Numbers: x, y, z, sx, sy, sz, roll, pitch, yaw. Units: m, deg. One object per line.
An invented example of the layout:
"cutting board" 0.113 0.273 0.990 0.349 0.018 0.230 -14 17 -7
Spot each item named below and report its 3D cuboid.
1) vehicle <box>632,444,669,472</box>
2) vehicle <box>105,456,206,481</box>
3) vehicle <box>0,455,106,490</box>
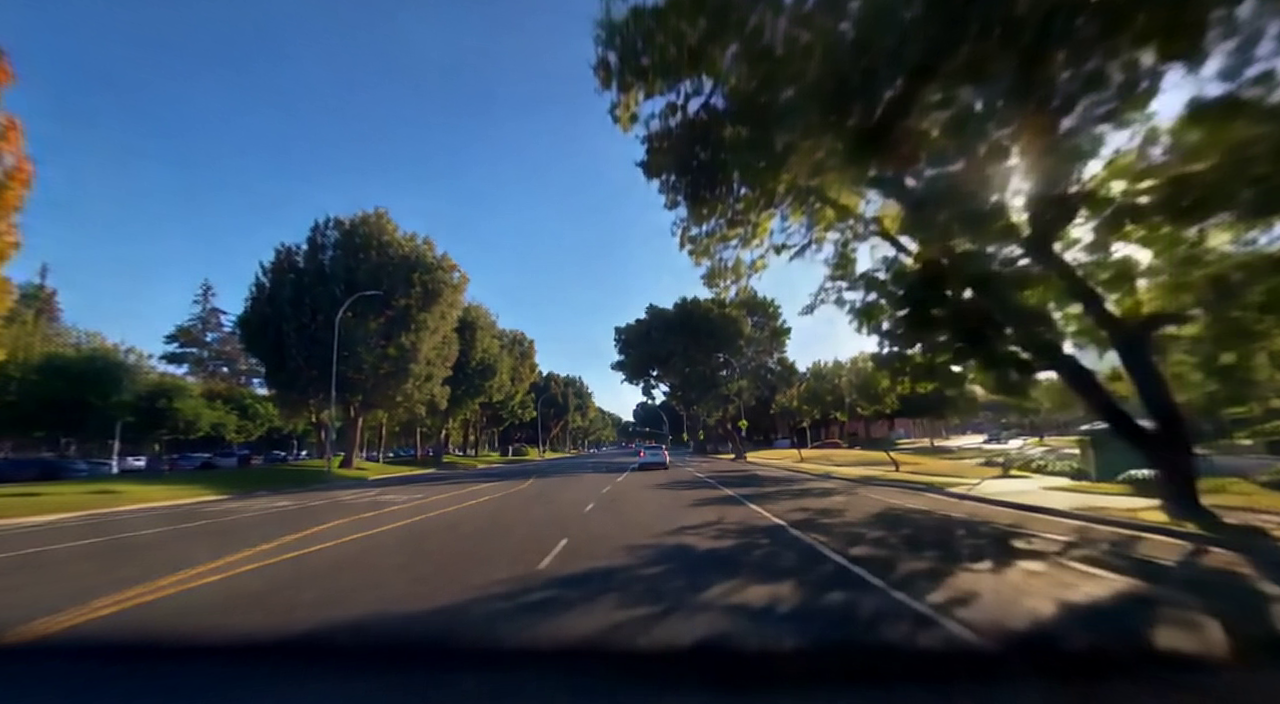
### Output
"vehicle" 0.573 6.079 36.452 1.978 1.499 3.915 0 -8 0
"vehicle" -30.011 7.213 39.155 4.617 1.450 1.968 -1 -8 1
"vehicle" -29.593 5.937 31.246 4.389 1.588 2.048 -1 -8 1
